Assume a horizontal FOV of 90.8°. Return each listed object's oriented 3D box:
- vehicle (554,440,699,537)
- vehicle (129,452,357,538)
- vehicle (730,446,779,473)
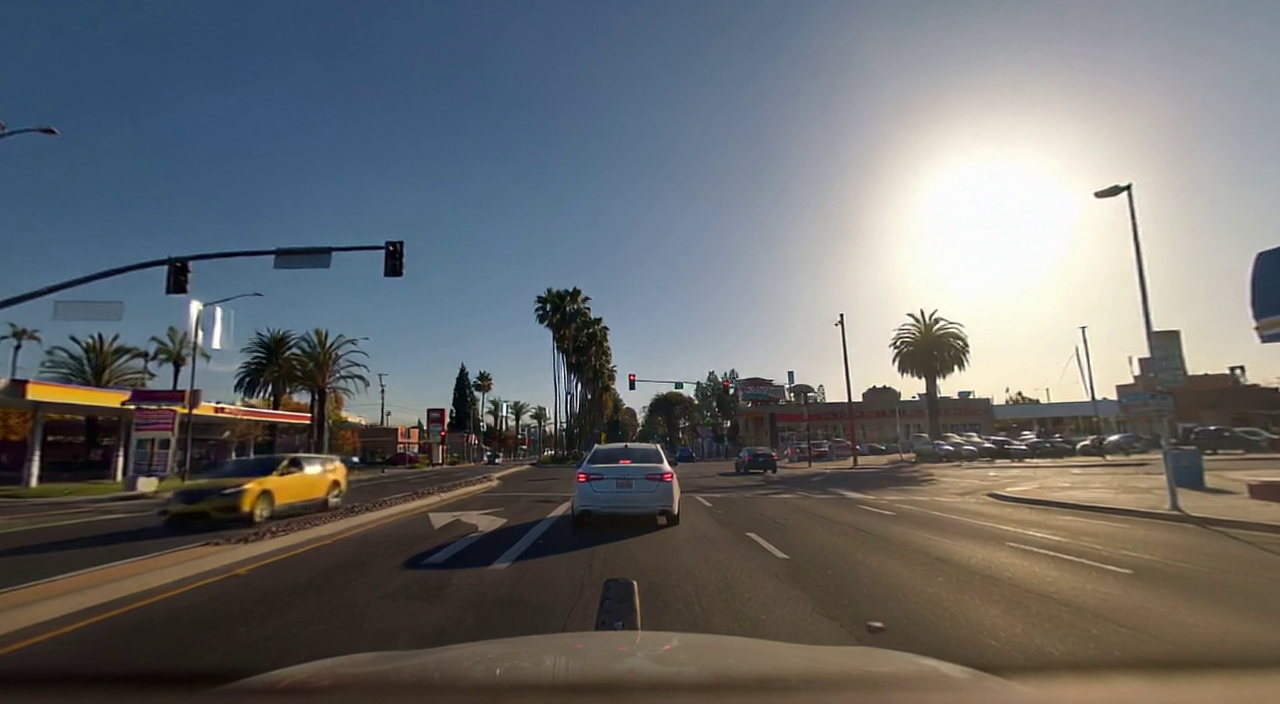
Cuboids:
[{"bbox_3d":[-0.257,2.477,12.217,2.270,1.475,4.571,0,-8,-1],"label":"vehicle"},{"bbox_3d":[-8.173,2.937,13.702,1.904,1.450,4.689,0,-8,0],"label":"vehicle"},{"bbox_3d":[6.757,6.371,37.714,2.017,1.491,4.420,0,-8,-1],"label":"vehicle"}]
